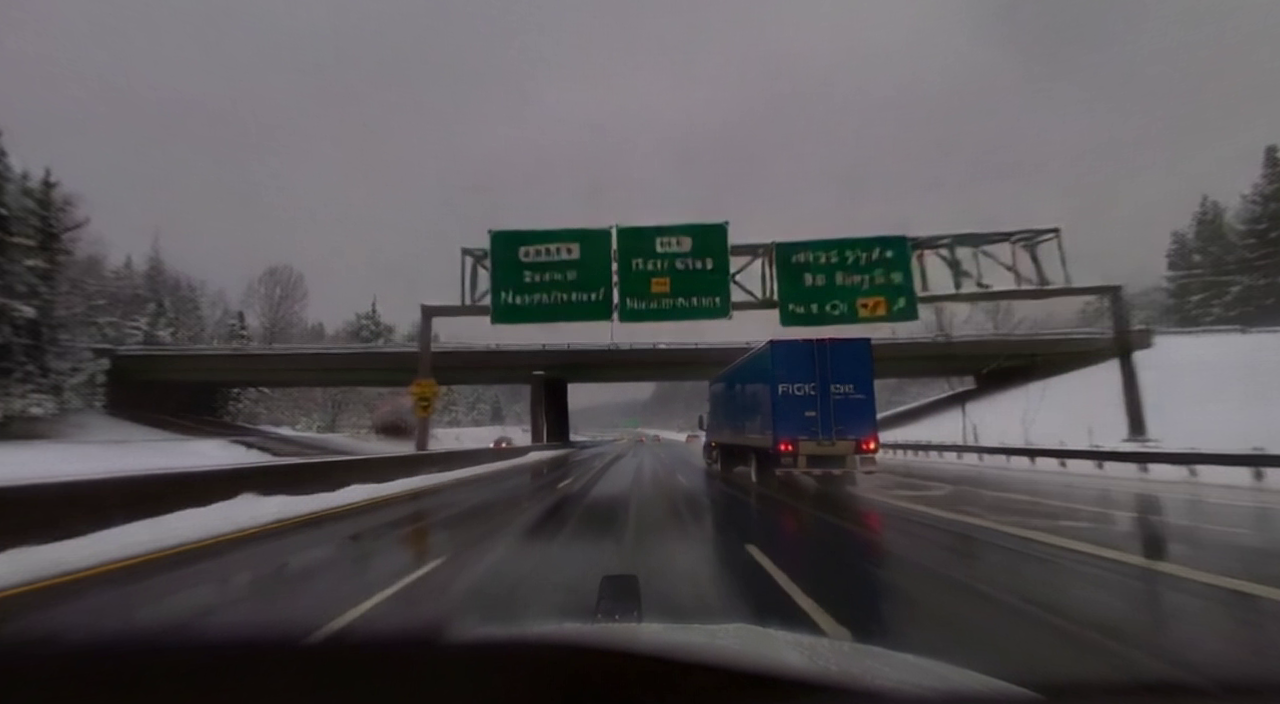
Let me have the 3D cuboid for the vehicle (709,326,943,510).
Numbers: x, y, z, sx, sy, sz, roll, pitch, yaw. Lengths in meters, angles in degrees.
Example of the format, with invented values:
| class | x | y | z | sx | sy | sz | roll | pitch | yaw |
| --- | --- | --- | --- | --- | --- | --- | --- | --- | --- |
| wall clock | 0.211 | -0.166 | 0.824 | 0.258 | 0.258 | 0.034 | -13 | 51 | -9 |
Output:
| class | x | y | z | sx | sy | sz | roll | pitch | yaw |
| --- | --- | --- | --- | --- | --- | --- | --- | --- | --- |
| vehicle | 4.004 | 1.942 | 17.126 | 2.849 | 3.391 | 11.018 | 0 | -8 | -1 |
